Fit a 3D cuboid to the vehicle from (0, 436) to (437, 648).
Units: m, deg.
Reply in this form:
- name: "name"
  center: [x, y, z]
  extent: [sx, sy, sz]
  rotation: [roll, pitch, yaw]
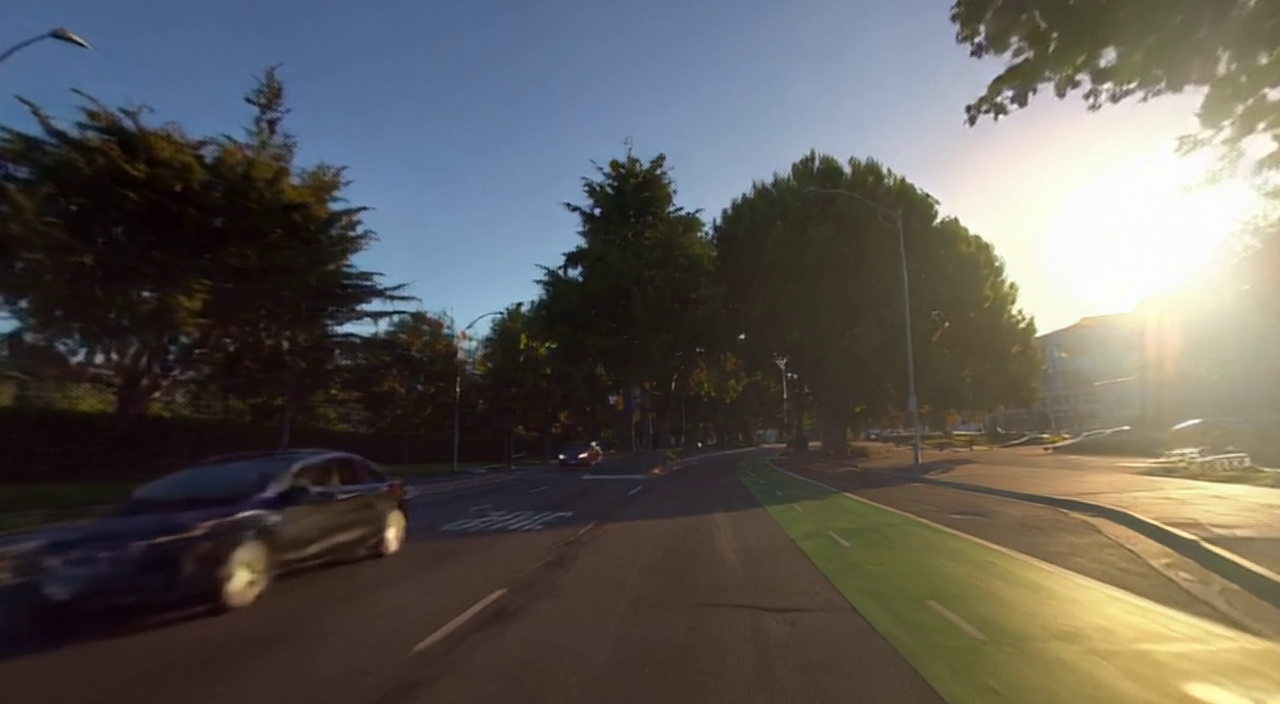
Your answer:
- name: "vehicle"
  center: [-4.121, 1.684, 6.835]
  extent: [2.071, 1.456, 4.663]
  rotation: [-1, -8, 3]

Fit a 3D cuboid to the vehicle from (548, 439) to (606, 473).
- name: "vehicle"
  center: [-3.447, 5.792, 35.393]
  extent: [2.065, 1.744, 4.566]
  rotation: [-2, -9, 10]
